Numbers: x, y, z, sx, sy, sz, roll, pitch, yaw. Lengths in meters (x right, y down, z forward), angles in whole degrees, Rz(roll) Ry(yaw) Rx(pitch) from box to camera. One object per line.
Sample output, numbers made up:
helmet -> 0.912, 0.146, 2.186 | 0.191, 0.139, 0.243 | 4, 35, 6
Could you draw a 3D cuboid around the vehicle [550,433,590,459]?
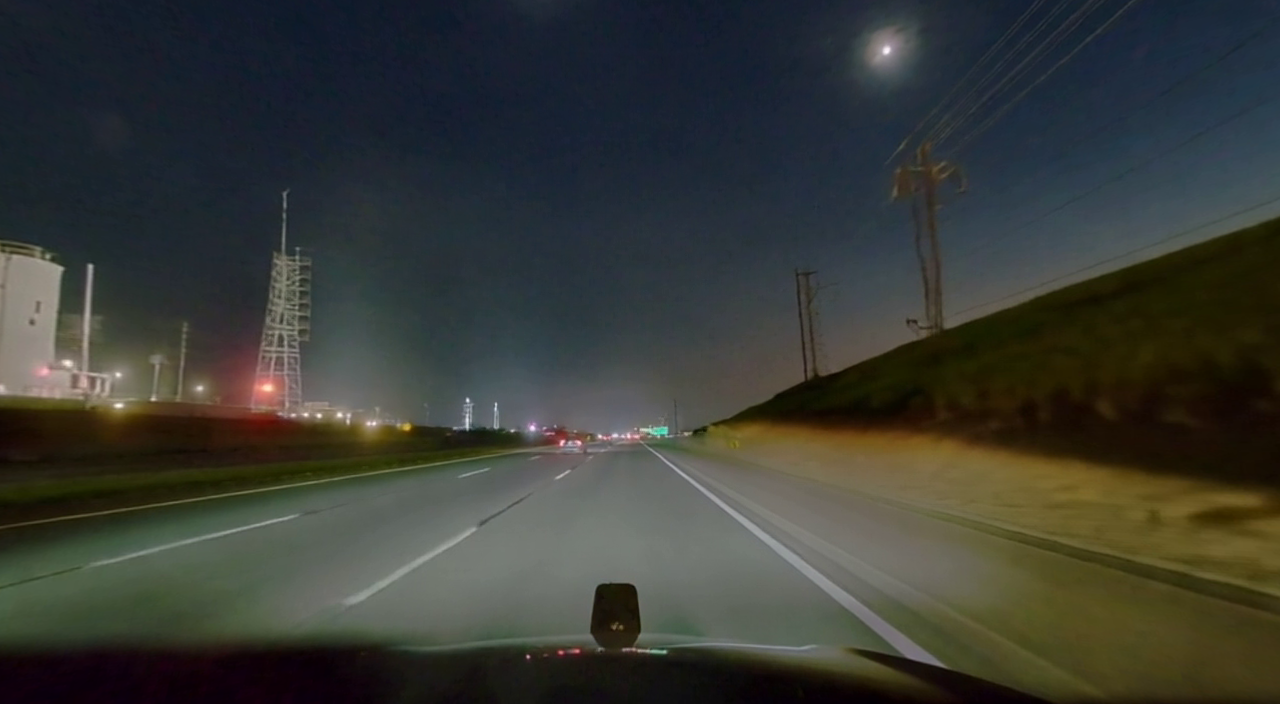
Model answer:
vehicle -> -4.082, 5.507, 37.187 | 1.952, 1.462, 3.969 | 0, -8, -1
